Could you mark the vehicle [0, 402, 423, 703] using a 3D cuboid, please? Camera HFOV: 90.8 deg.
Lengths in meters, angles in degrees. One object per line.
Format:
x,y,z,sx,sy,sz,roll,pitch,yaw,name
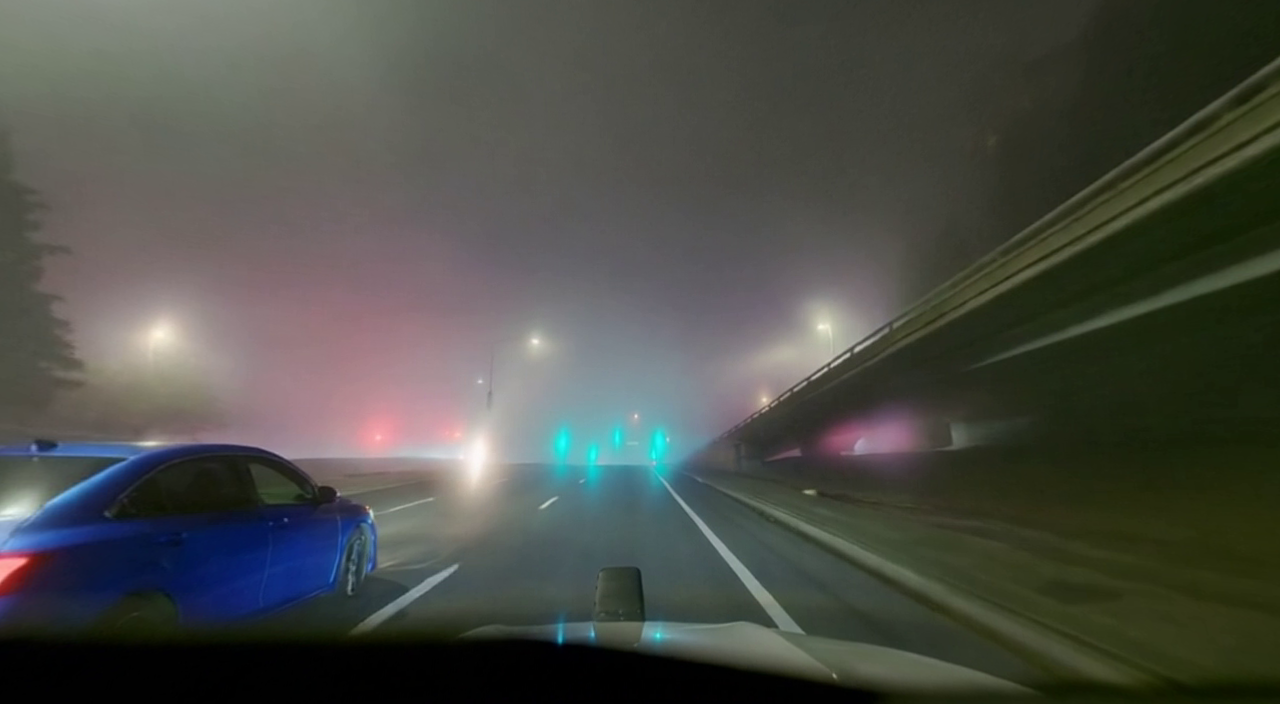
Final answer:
-3.183,1.214,4.068,2.041,1.470,4.290,0,-9,0,vehicle
